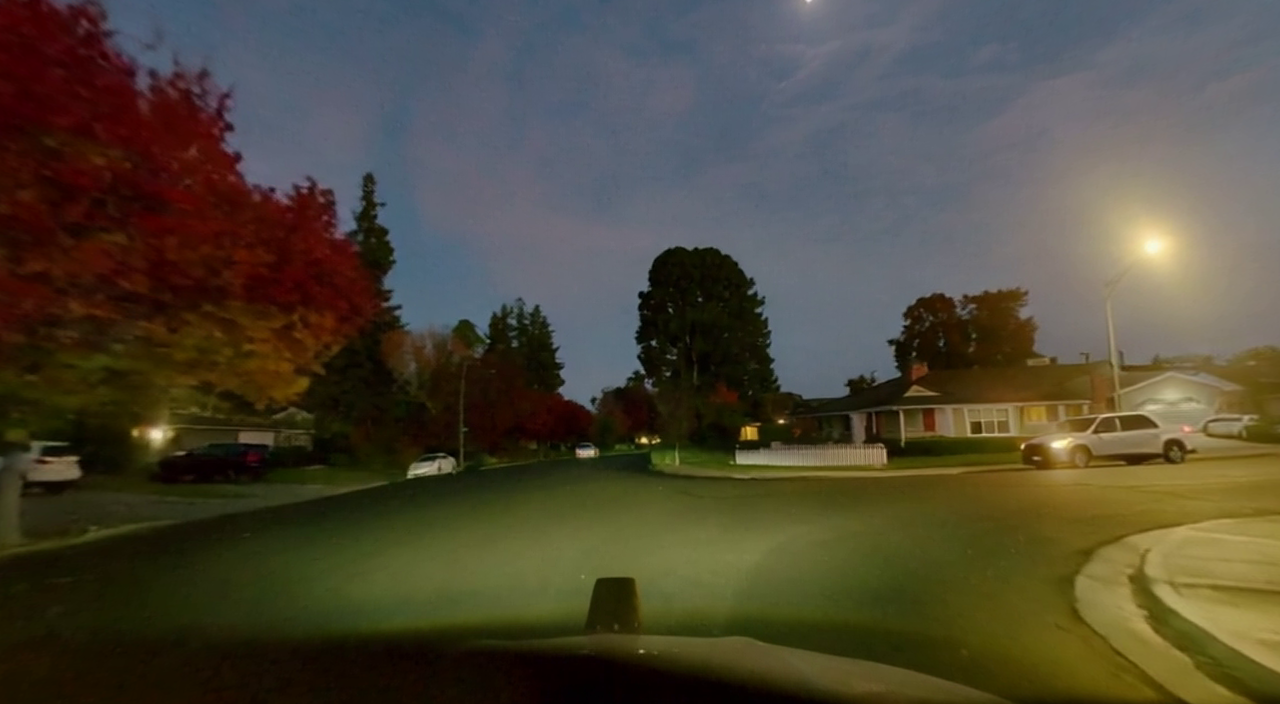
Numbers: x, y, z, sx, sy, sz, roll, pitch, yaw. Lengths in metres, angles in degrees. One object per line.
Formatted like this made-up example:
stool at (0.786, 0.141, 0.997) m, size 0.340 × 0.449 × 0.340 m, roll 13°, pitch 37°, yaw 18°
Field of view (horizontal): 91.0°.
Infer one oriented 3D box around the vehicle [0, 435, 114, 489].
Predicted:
vehicle at (-19.923, 3.436, 19.759) m, size 1.829 × 1.584 × 4.748 m, roll -4°, pitch -10°, yaw 25°

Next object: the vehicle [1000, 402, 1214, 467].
vehicle at (16.153, 2.928, 21.910) m, size 6.088 × 2.084 × 2.337 m, roll 2°, pitch -10°, yaw -12°

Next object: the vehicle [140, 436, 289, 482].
vehicle at (-17.957, 4.548, 26.804) m, size 4.683 × 1.849 × 2.044 m, roll 1°, pitch -9°, yaw -8°

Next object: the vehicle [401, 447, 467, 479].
vehicle at (-10.442, 5.641, 32.273) m, size 2.040 × 1.525 × 5.212 m, roll 1°, pitch -9°, yaw -5°
